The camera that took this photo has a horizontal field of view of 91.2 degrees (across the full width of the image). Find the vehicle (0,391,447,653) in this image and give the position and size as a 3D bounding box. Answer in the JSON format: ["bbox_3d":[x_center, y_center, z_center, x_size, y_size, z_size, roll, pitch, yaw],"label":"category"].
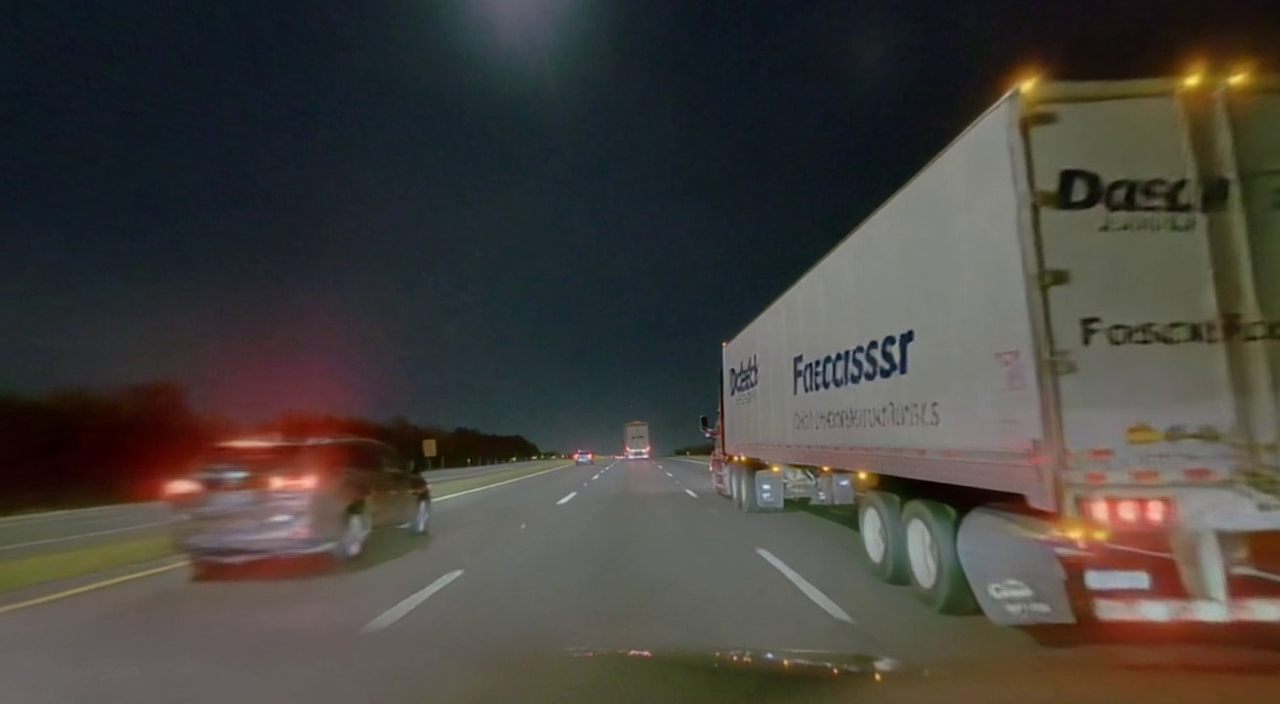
[{"bbox_3d":[-3.696,1.439,6.287,2.160,1.691,4.243,0,-9,0],"label":"vehicle"}]
